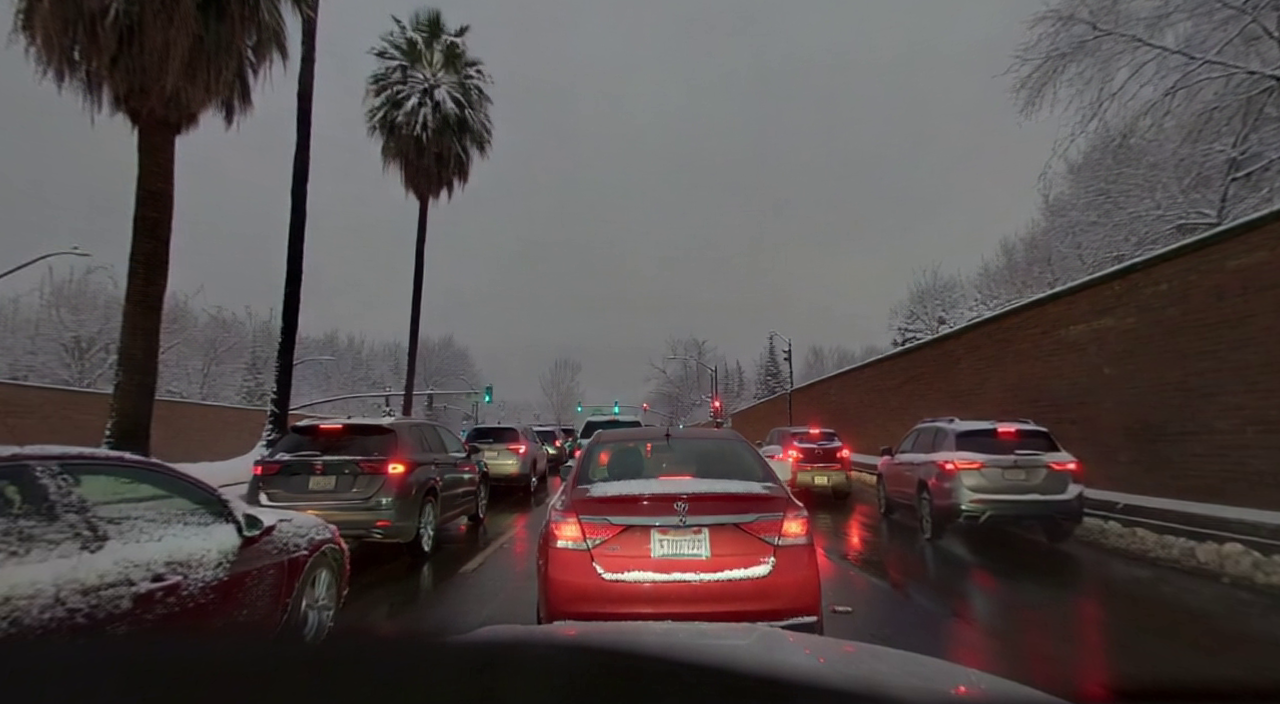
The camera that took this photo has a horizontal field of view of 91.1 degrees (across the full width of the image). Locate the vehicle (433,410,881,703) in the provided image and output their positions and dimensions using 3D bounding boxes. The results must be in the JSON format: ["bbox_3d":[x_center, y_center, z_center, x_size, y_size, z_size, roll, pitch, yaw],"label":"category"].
[{"bbox_3d":[0.041,1.340,5.193,2.128,1.473,4.272,0,-8,-1],"label":"vehicle"}]

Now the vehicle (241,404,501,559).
[{"bbox_3d":[-3.520,1.783,9.275,2.055,1.746,4.136,0,-8,-1],"label":"vehicle"}]

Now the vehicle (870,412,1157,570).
[{"bbox_3d":[4.964,1.871,9.283,2.112,1.717,4.432,-2,-9,10],"label":"vehicle"}]

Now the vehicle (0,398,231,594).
[{"bbox_3d":[-6.676,1.400,6.382,1.963,1.721,4.662,0,-8,-2],"label":"vehicle"}]
